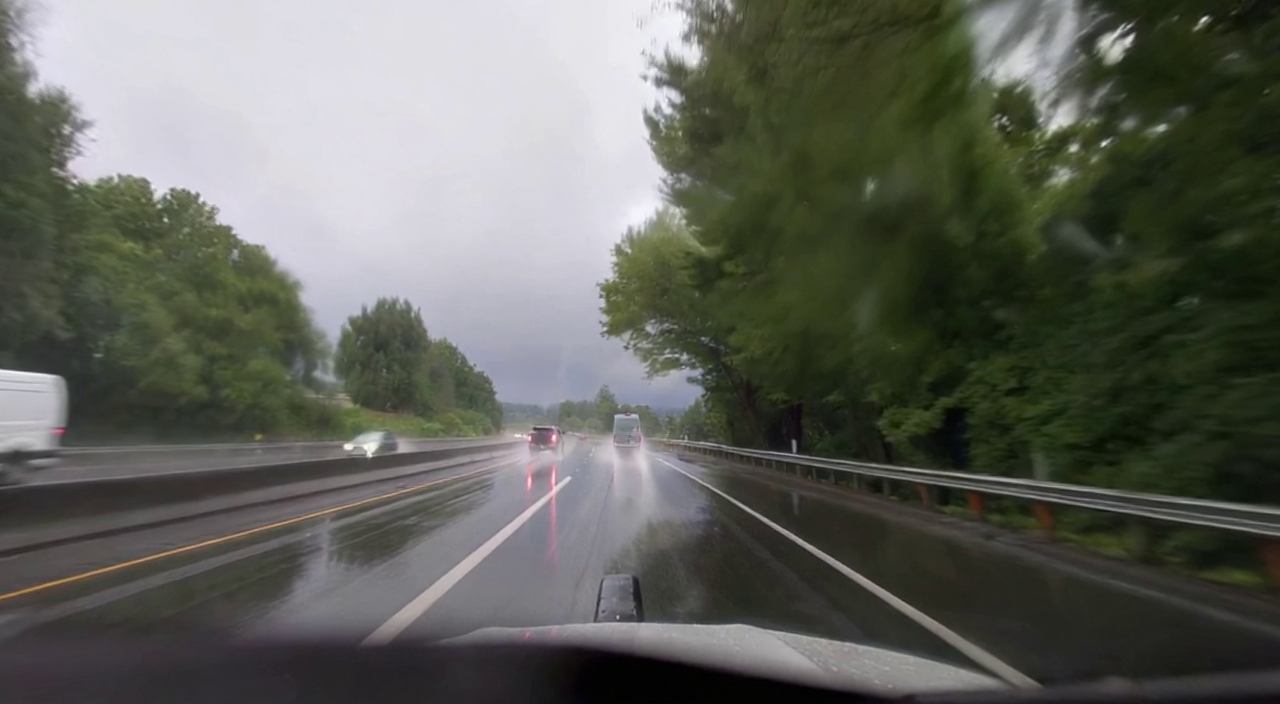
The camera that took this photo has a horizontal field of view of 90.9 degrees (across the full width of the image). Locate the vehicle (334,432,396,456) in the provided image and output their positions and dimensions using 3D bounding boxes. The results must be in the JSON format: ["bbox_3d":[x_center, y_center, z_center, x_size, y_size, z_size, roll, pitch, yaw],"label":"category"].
[{"bbox_3d":[-17.169,5.759,39.627,2.035,1.439,4.343,0,-8,-1],"label":"vehicle"}]

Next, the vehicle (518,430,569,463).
[{"bbox_3d":[-5.085,5.056,33.865,2.110,1.636,4.453,0,-8,-1],"label":"vehicle"}]

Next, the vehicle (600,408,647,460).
[{"bbox_3d":[-1.079,5.035,38.613,2.647,2.896,6.480,0,-8,-3],"label":"vehicle"}]
